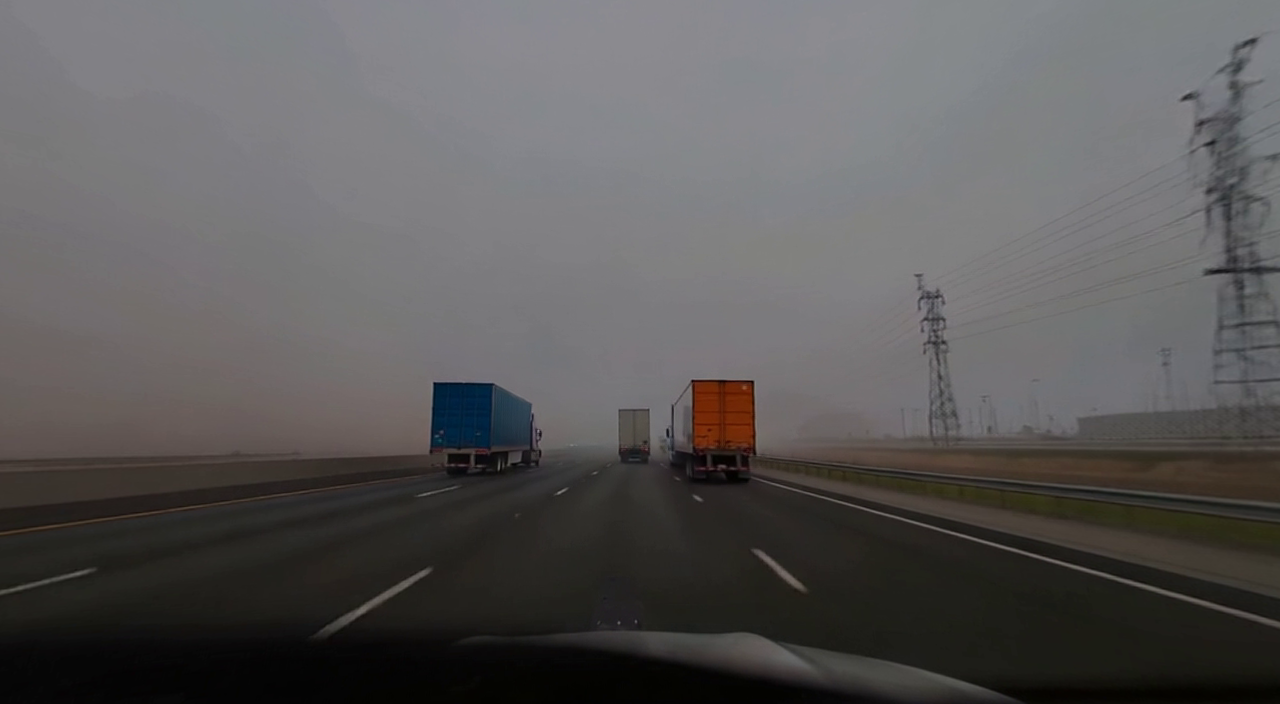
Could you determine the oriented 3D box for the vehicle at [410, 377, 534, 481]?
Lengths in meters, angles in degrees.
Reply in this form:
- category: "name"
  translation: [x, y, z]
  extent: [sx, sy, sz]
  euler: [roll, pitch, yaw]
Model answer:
- category: "vehicle"
  translation: [-7.351, 3.772, 29.866]
  extent: [2.937, 3.981, 11.119]
  euler: [0, -9, -1]
